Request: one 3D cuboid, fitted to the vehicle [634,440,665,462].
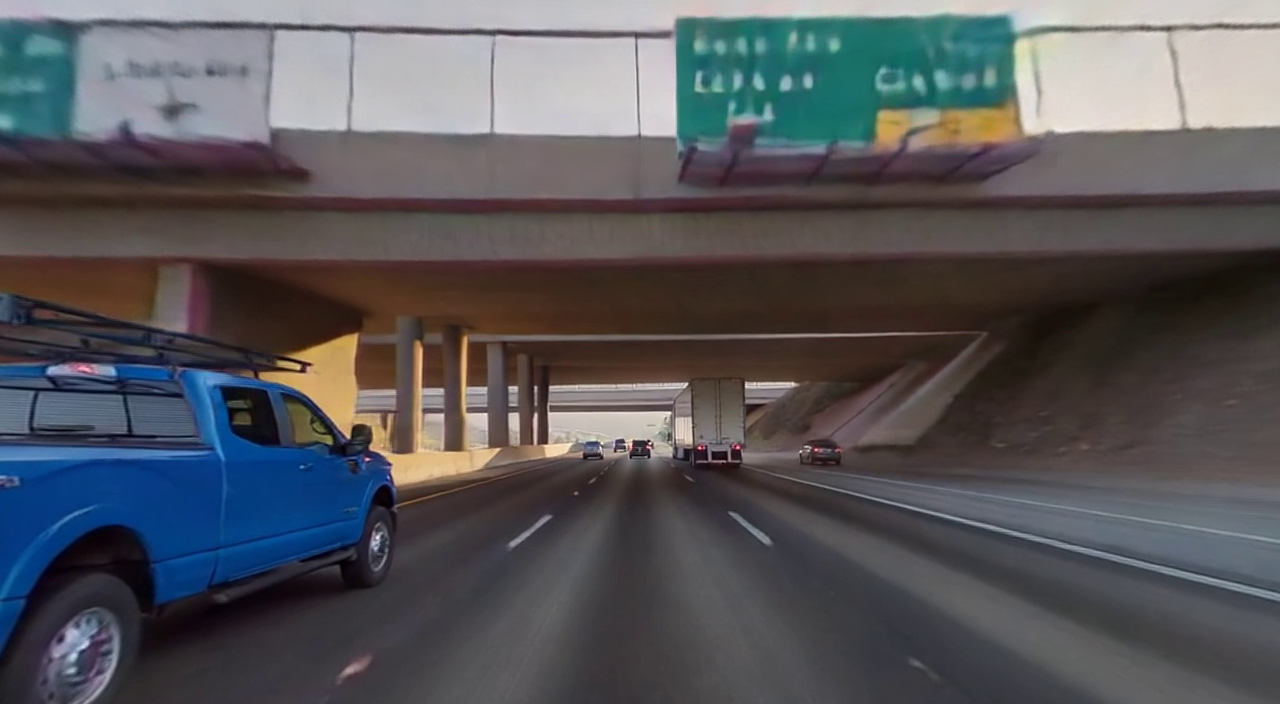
[{"bbox_3d":[0.665,7.073,45.221,2.092,1.446,4.092,-1,-8,0],"label":"vehicle"}]

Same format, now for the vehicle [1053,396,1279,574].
[{"bbox_3d":[7.159,1.407,7.005,1.999,1.700,4.640,-1,-8,0],"label":"vehicle"}]

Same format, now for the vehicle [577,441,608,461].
[{"bbox_3d":[-3.569,7.580,48.338,2.077,1.446,4.106,0,-8,0],"label":"vehicle"}]

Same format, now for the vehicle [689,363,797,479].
[{"bbox_3d":[4.097,3.342,28.598,2.885,4.036,12.891,-1,-8,1],"label":"vehicle"}]

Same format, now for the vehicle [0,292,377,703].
[{"bbox_3d":[-4.255,0.881,3.716,2.599,2.054,6.288,-1,-8,1],"label":"vehicle"}]
